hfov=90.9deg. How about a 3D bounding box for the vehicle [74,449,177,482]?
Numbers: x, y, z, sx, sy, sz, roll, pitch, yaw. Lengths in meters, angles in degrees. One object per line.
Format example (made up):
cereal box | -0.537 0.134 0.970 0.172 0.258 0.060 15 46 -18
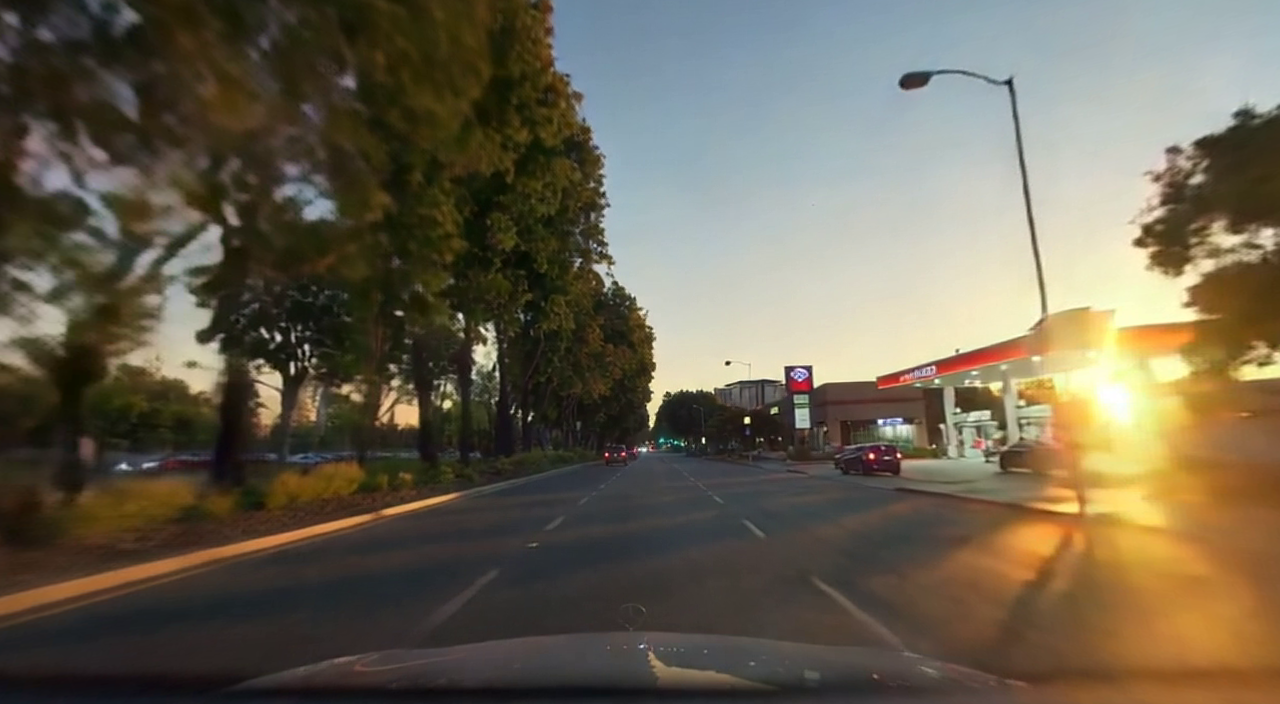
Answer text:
vehicle | -31.179 6.885 38.446 2.059 1.782 5.016 1 -8 -1

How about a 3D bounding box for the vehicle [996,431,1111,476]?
vehicle | 17.174 4.206 26.438 1.806 1.721 3.978 0 -8 -7

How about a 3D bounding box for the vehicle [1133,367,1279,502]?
vehicle | 14.984 1.826 14.129 5.820 2.752 2.234 0 -8 -1

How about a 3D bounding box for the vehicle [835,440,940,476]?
vehicle | 12.042 5.133 30.780 4.359 1.656 1.894 1 -9 -11
